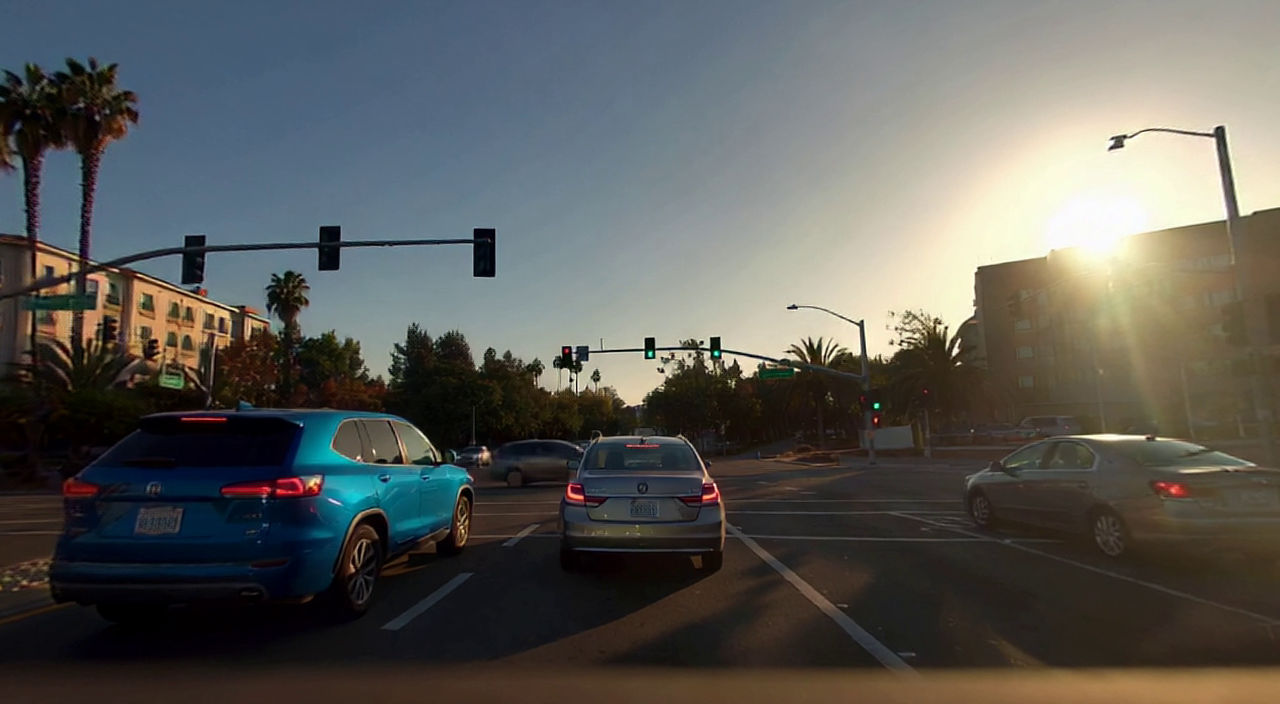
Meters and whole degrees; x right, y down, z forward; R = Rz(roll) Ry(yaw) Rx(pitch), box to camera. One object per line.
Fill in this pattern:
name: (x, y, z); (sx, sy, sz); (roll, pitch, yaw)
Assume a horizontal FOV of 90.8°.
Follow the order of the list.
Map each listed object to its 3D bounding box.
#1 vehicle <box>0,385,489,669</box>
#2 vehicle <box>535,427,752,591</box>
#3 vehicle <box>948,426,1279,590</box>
vehicle: (-3.103, 1.372, 6.089); (2.051, 1.682, 4.467); (0, -8, 2)
vehicle: (0.000, 1.707, 7.720); (1.942, 1.445, 3.973); (0, -8, -1)
vehicle: (6.094, 1.764, 8.109); (1.970, 1.489, 4.482); (0, -8, -1)
